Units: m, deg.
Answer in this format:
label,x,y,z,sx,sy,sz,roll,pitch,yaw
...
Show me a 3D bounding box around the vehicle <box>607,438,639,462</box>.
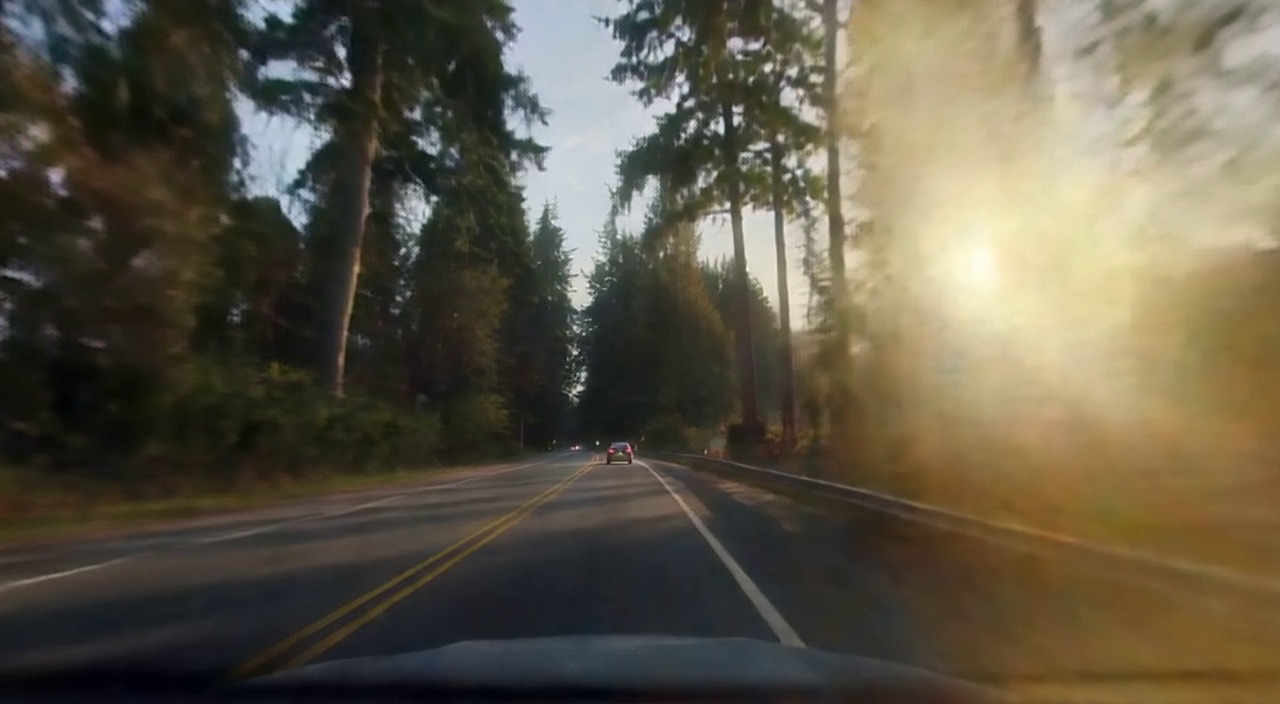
label,x,y,z,sx,sy,sz,roll,pitch,yaw
vehicle,-1.158,6.505,41.934,2.042,1.489,3.963,0,-8,-2
